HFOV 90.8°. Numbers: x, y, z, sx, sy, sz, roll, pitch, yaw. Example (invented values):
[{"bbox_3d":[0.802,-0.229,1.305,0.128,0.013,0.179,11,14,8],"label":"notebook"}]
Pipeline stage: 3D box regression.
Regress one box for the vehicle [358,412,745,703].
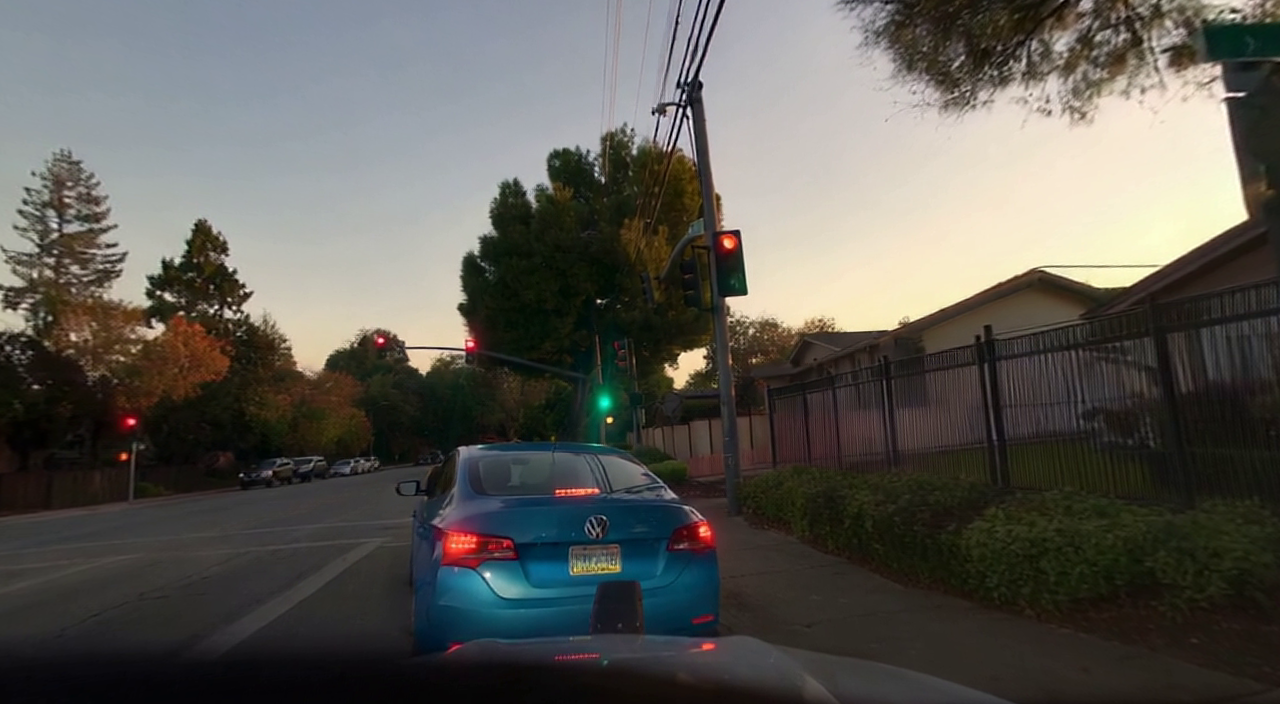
[{"bbox_3d":[-0.721,1.358,5.247,2.024,1.502,3.702,1,-9,-9],"label":"vehicle"}]
